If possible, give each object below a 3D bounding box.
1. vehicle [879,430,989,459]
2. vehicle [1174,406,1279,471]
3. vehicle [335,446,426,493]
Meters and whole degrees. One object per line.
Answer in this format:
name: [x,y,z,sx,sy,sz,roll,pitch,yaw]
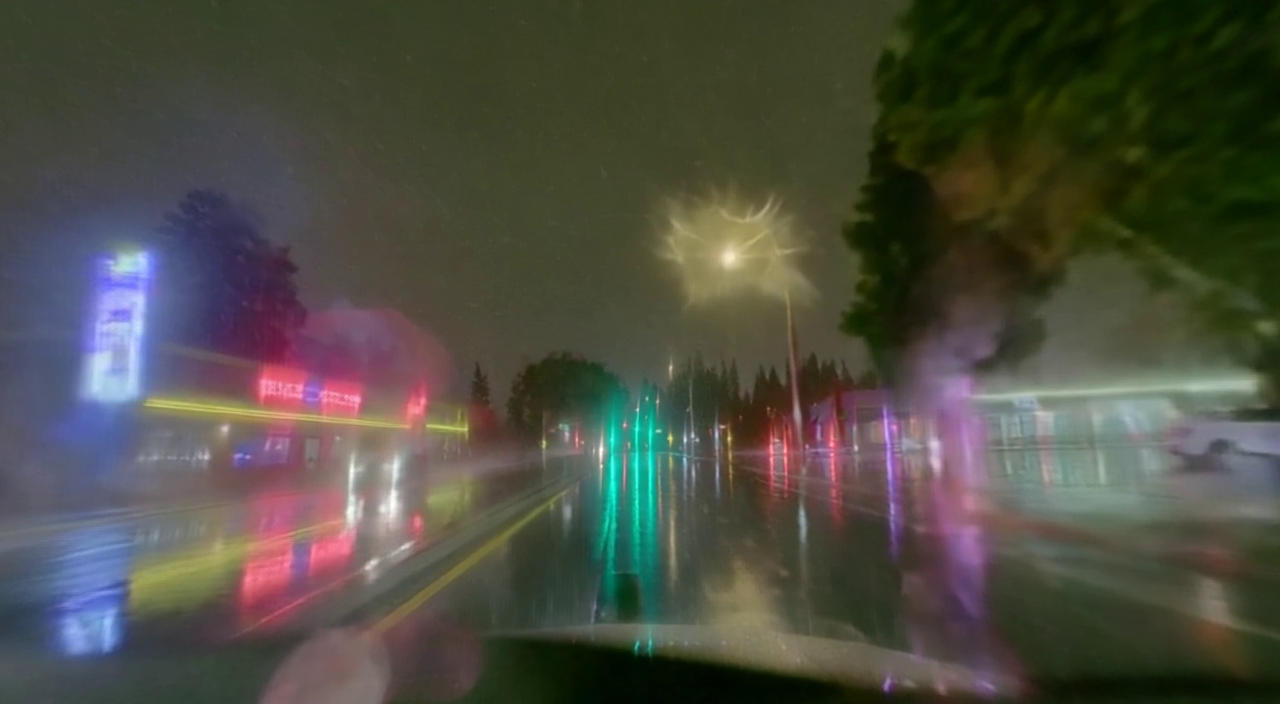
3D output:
vehicle: [16.368,5.189,35.246,5.124,1.541,2.070,0,-10,-1]
vehicle: [16.246,2.146,15.534,4.241,1.472,2.066,0,-9,-3]
vehicle: [-10.986,4.956,27.056,2.031,1.674,4.573,-4,-8,-1]
